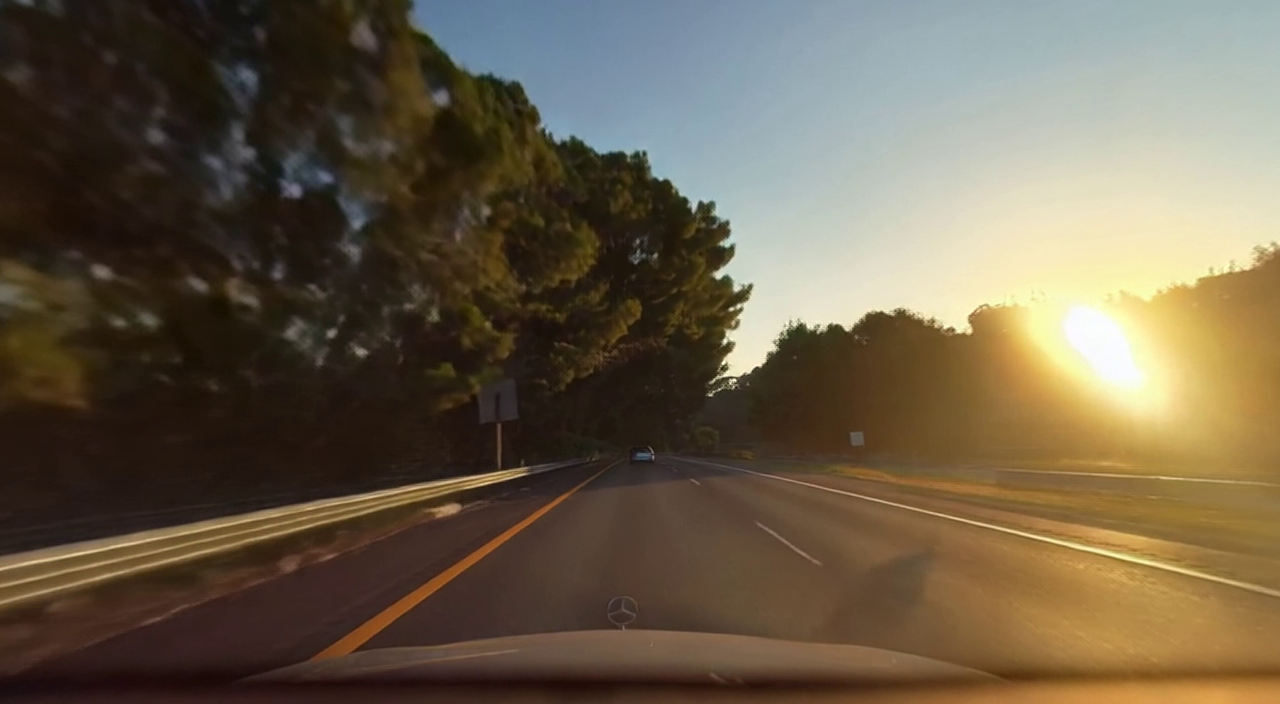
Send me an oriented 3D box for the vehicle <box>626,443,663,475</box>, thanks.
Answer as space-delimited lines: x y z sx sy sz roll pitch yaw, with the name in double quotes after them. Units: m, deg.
0.208 6.022 35.622 1.987 1.658 3.620 0 -9 0 "vehicle"
